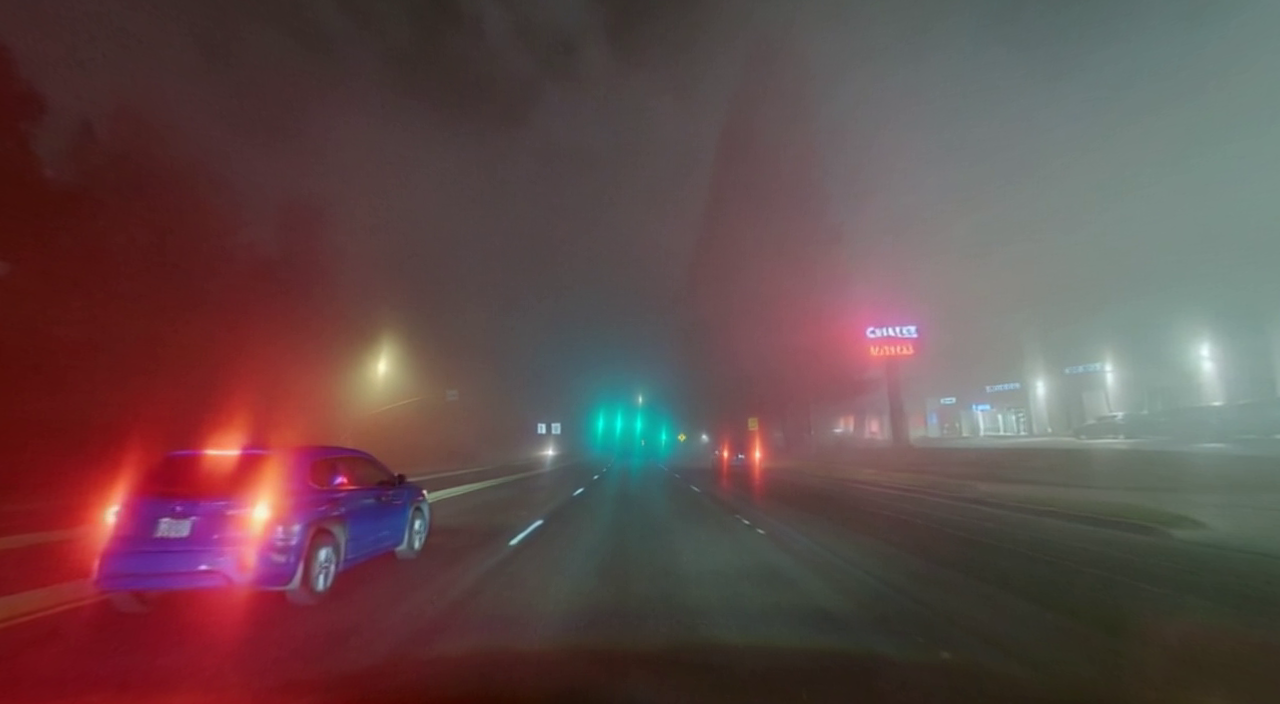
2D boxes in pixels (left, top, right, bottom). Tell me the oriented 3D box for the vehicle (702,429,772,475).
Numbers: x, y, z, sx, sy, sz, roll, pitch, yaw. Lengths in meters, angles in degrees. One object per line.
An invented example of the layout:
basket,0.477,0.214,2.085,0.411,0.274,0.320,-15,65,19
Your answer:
vehicle,4.552,4.828,30.788,2.476,2.016,5.586,0,-8,0

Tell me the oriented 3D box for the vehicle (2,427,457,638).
vehicle,-3.550,1.601,6.708,2.017,1.470,4.293,0,-8,-1
